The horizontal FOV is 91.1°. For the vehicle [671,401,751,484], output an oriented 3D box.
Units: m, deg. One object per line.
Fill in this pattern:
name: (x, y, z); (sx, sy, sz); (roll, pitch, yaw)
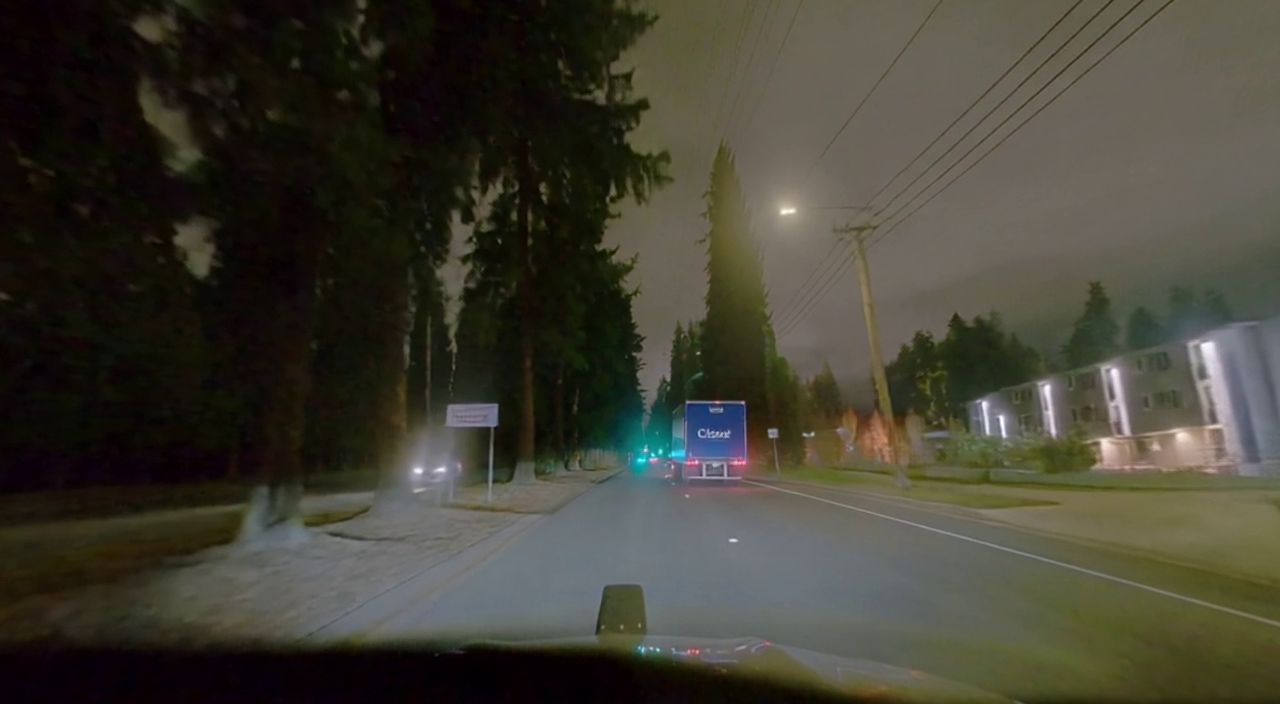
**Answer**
vehicle: (3.507, 4.887, 33.714); (2.973, 3.848, 9.336); (0, -9, -1)

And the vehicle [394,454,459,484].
vehicle: (-12.071, 6.615, 35.809); (1.950, 1.501, 4.807); (0, -9, 1)
